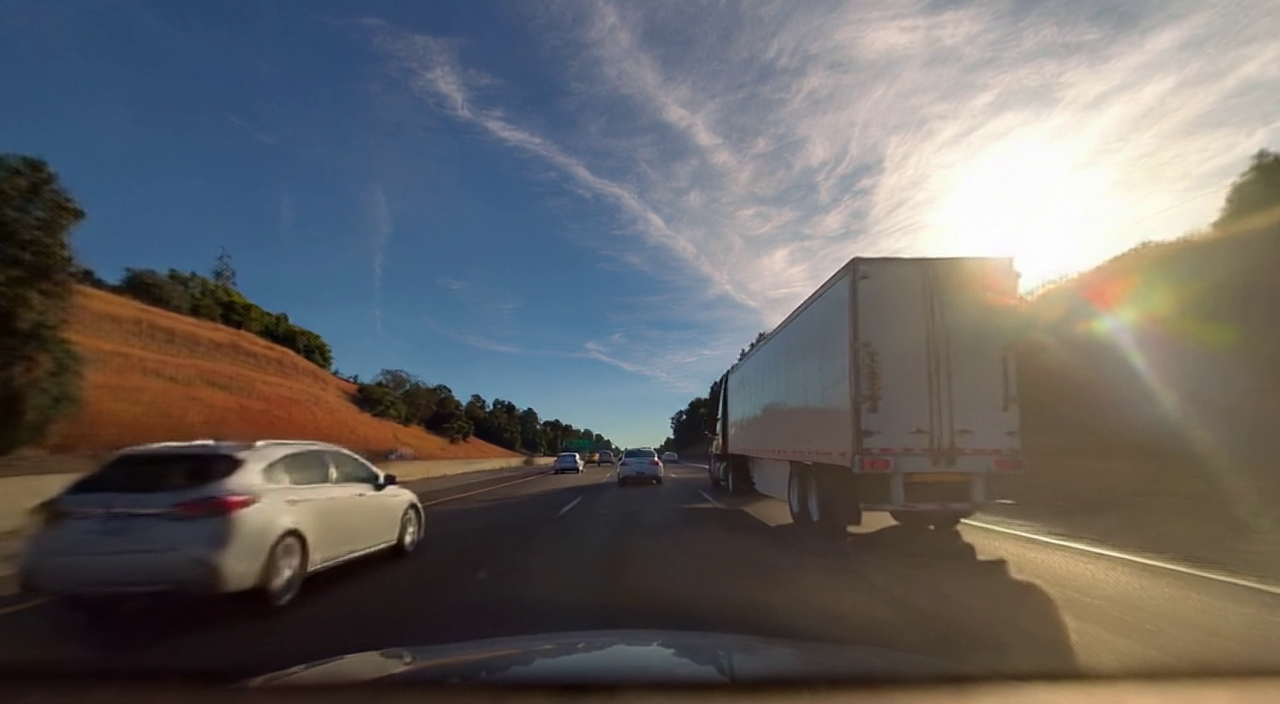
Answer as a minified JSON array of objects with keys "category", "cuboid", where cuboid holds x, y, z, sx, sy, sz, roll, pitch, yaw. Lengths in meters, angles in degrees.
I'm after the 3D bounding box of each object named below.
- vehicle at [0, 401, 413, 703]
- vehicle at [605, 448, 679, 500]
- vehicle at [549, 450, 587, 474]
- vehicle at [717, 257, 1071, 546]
[{"category":"vehicle","cuboid":[-3.714,1.359,5.003,2.153,1.581,4.375,0,-9,0]},{"category":"vehicle","cuboid":[0.033,3.667,19.308,2.023,1.400,4.028,0,-9,-1]},{"category":"vehicle","cuboid":[-4.554,7.043,40.594,2.017,1.460,4.382,0,-9,-1]},{"category":"vehicle","cuboid":[4.398,1.744,16.053,2.905,4.109,14.332,0,-9,-1]}]
